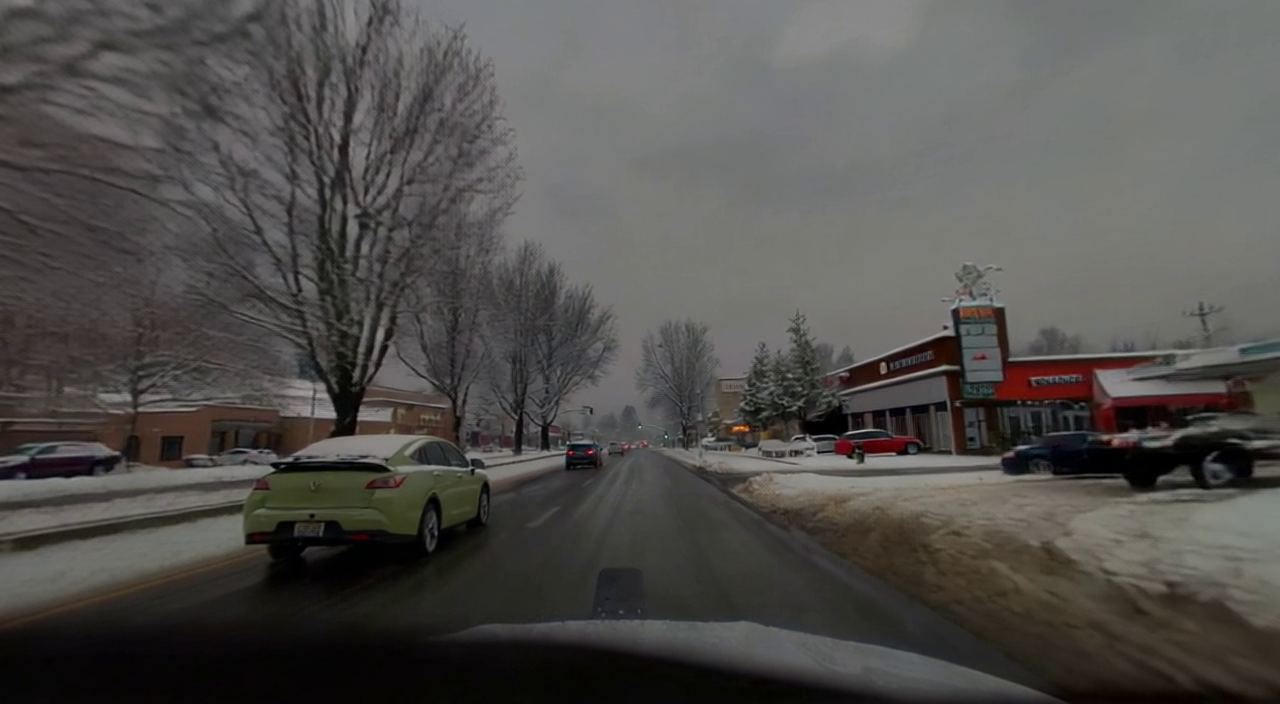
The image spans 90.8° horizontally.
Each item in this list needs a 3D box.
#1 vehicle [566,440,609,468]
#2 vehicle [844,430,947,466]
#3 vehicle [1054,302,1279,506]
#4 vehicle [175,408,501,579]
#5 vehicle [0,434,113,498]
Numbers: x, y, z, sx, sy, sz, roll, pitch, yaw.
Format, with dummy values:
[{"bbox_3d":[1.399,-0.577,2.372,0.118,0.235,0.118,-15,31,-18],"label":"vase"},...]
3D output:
[{"bbox_3d":[-2.961,5.867,36.491,1.955,1.461,4.396,0,-9,1],"label":"vehicle"},{"bbox_3d":[14.019,5.268,34.842,4.697,1.518,1.990,-4,-7,-3],"label":"vehicle"},{"bbox_3d":[15.148,1.228,14.974,8.300,4.310,2.832,-1,-8,0],"label":"vehicle"},{"bbox_3d":[-3.477,1.740,8.557,2.126,1.655,4.560,0,-9,0],"label":"vehicle"},{"bbox_3d":[-25.993,4.846,27.052,2.393,2.465,5.027,-1,-9,0],"label":"vehicle"}]
